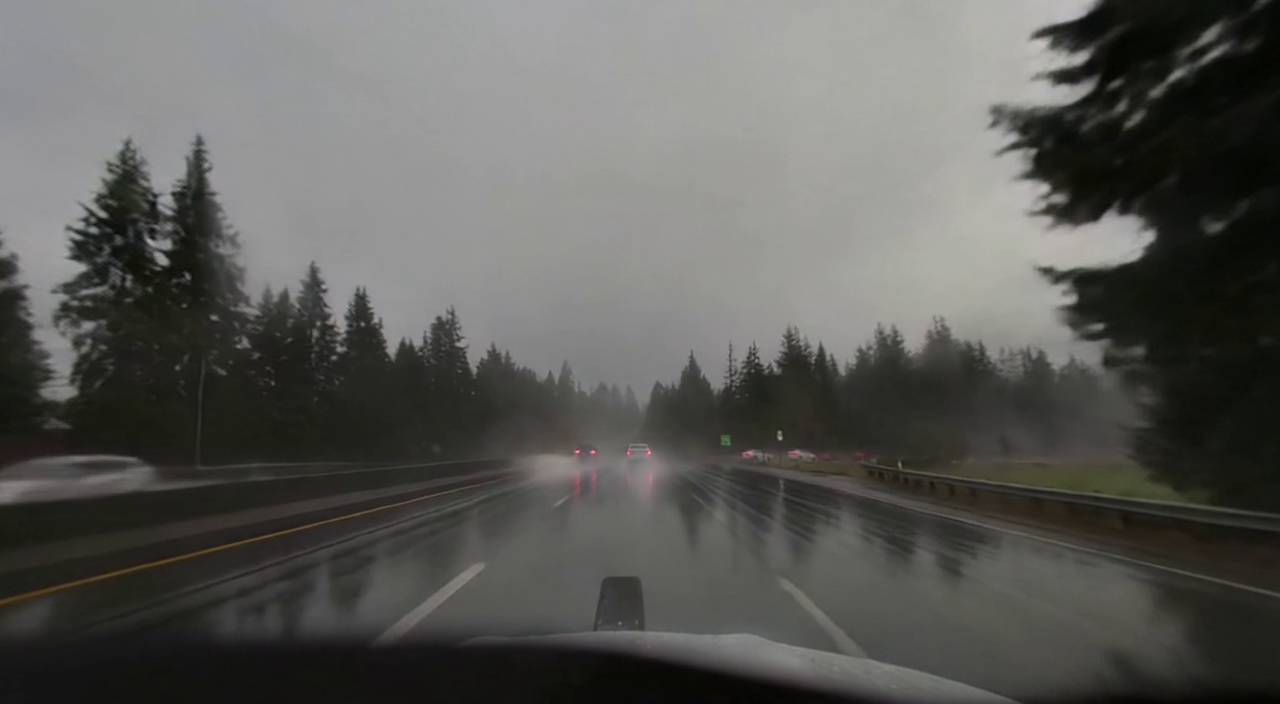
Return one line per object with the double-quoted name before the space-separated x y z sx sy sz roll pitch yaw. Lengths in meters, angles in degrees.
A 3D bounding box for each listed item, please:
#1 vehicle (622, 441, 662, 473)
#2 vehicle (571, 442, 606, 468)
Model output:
"vehicle" 0.129 5.884 35.562 2.130 1.684 3.826 0 -8 0
"vehicle" -3.690 7.458 45.771 2.130 1.741 4.665 0 -8 1
